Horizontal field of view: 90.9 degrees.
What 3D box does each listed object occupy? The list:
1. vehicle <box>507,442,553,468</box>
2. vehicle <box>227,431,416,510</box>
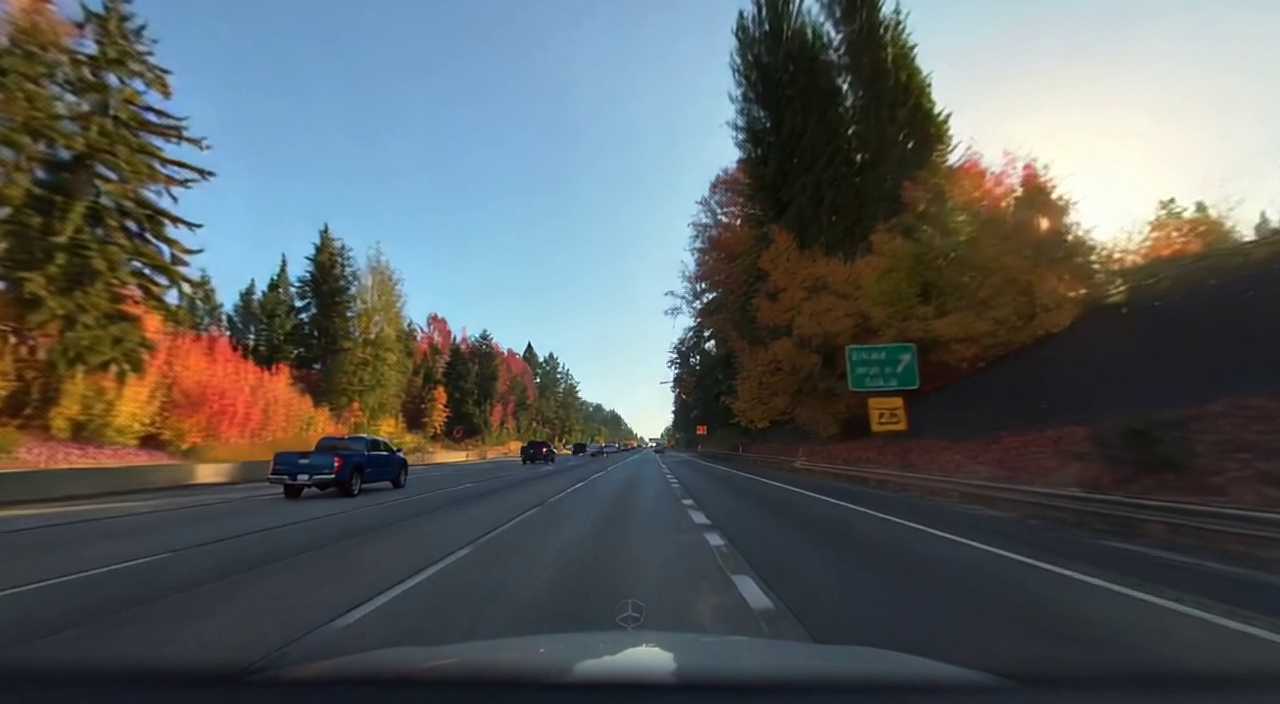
[{"bbox_3d":[-6.714,6.287,38.847,1.919,1.499,4.234,0,-8,2],"label":"vehicle"},{"bbox_3d":[-7.279,2.732,15.099,1.965,1.567,4.686,0,-8,1],"label":"vehicle"}]
